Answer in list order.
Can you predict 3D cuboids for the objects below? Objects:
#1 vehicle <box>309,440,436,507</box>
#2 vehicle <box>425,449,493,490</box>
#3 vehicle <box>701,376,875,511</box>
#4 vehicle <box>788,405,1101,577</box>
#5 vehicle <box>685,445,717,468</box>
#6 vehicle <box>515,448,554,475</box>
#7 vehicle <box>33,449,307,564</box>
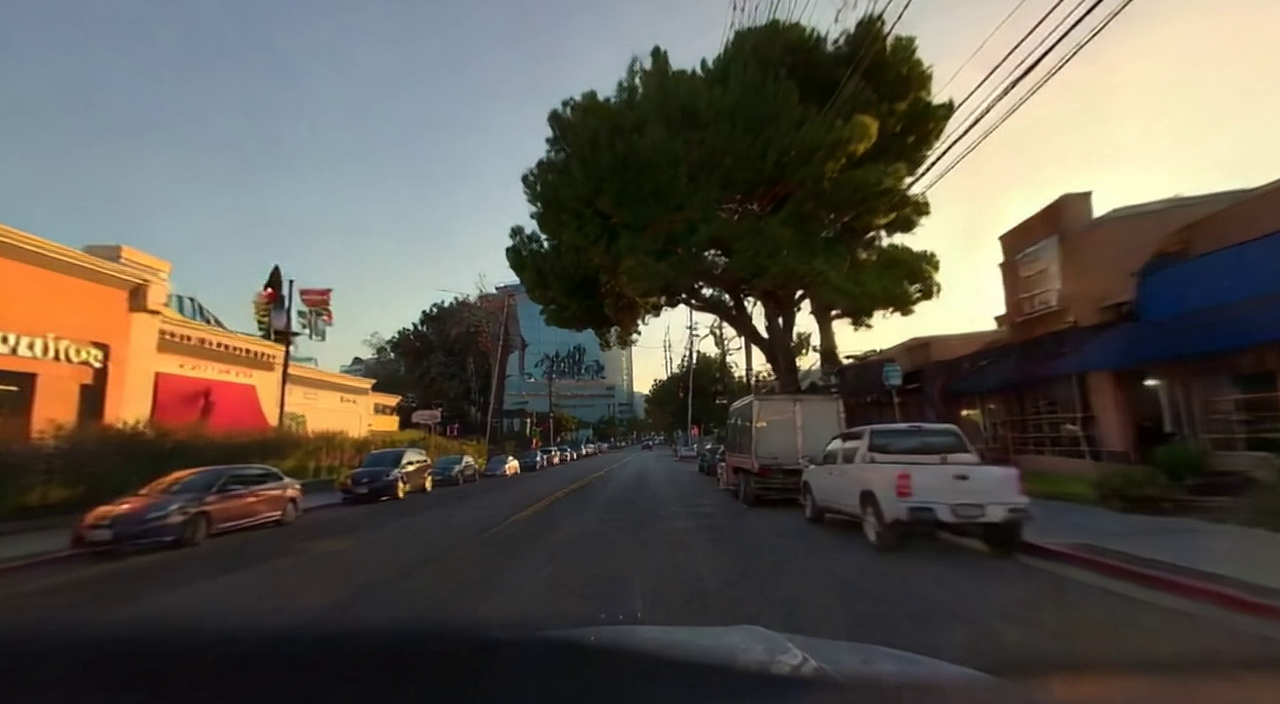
[{"bbox_3d":[-7.686,3.498,18.662,1.882,1.639,4.187,-3,-8,1],"label":"vehicle"},{"bbox_3d":[-7.556,4.902,26.640,1.678,1.468,3.706,-4,-8,1],"label":"vehicle"},{"bbox_3d":[4.034,2.735,19.783,3.011,3.127,8.608,-3,-7,-2],"label":"vehicle"},{"bbox_3d":[3.778,1.817,9.165,2.097,1.784,4.915,0,-8,0],"label":"vehicle"},{"bbox_3d":[4.377,7.534,45.857,1.990,1.521,4.693,-1,-8,2],"label":"vehicle"},{"bbox_3d":[-7.131,7.411,42.864,1.787,1.543,4.052,-4,-7,2],"label":"vehicle"},{"bbox_3d":[-7.830,2.524,11.135,1.704,1.464,4.089,-3,-8,0],"label":"vehicle"}]
